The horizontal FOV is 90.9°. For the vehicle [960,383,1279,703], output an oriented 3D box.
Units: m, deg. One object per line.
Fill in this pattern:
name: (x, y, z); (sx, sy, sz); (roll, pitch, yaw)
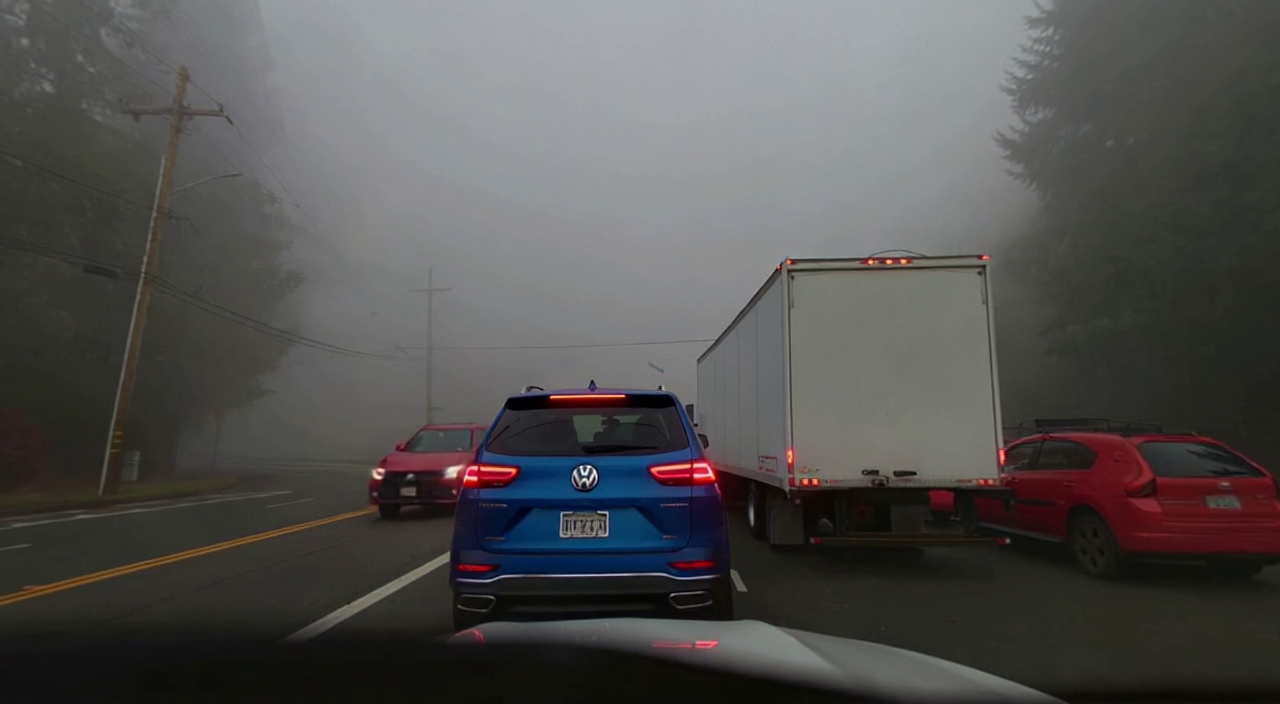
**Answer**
vehicle: (2.830, 0.745, 1.191); (1.971, 1.484, 4.728); (0, -8, 0)

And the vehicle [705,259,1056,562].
vehicle: (3.230, 1.264, 11.809); (2.915, 3.559, 8.848); (0, -8, -1)

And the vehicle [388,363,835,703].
vehicle: (-0.136, 1.228, 5.183); (2.114, 1.732, 4.230); (0, -8, 0)
